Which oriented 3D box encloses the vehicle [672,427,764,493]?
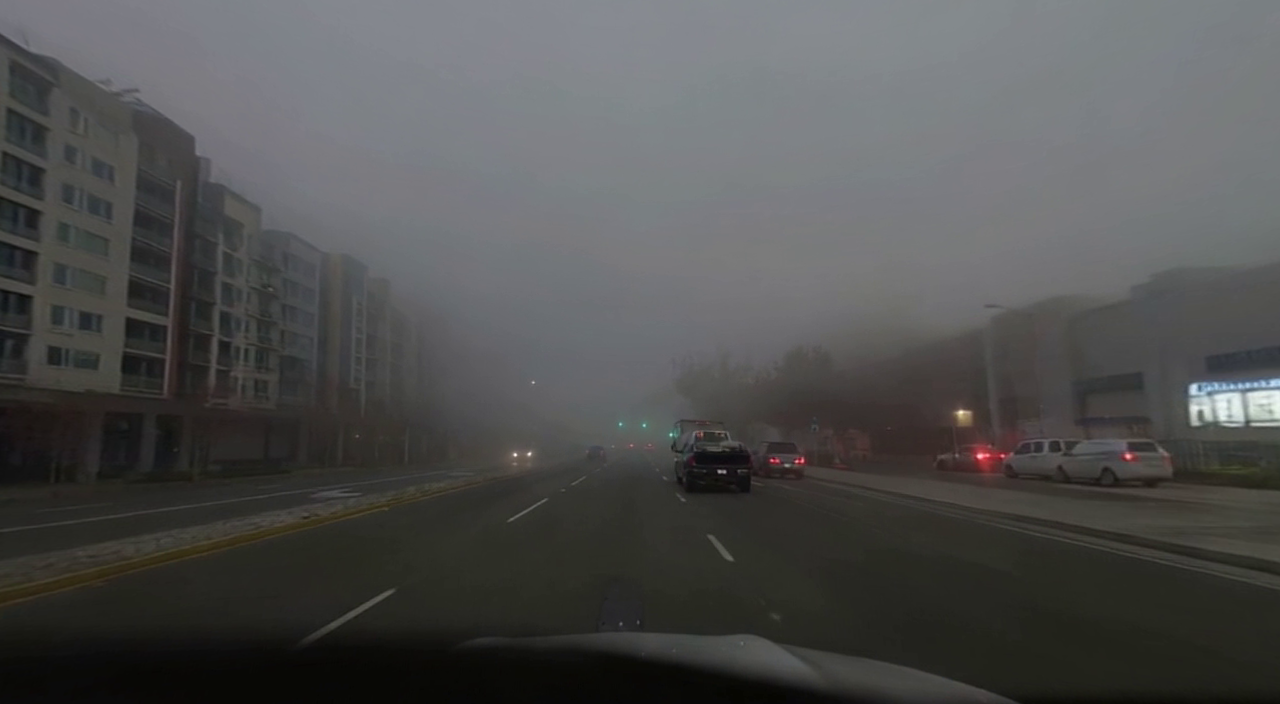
[{"bbox_3d":[2.281,3.364,19.951,2.130,1.787,5.126,0,-9,-1],"label":"vehicle"}]

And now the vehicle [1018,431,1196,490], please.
[{"bbox_3d":[14.558,3.394,20.107,1.975,1.648,4.451,1,-9,-5],"label":"vehicle"}]

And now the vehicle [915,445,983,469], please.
[{"bbox_3d":[19.860,6.746,40.887,1.780,1.474,4.533,0,-8,-5],"label":"vehicle"}]

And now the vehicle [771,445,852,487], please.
[{"bbox_3d":[6.480,4.341,24.386,1.795,1.459,4.333,0,-9,-1],"label":"vehicle"}]
